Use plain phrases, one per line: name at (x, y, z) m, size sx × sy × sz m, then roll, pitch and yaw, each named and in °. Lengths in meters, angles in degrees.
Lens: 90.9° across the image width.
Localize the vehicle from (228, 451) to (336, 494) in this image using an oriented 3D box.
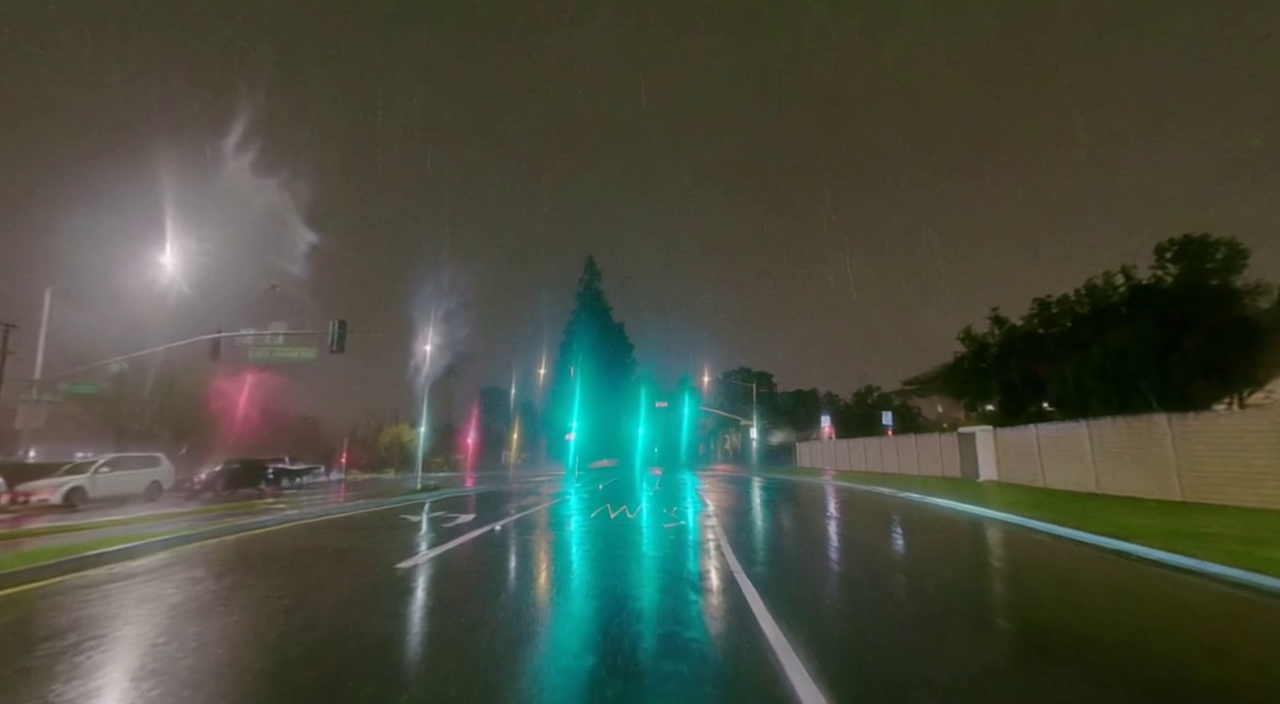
vehicle at (-17.155, 5.752, 30.547) m, size 2.050 × 1.697 × 4.838 m, roll -5°, pitch -8°, yaw 6°

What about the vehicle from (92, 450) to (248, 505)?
vehicle at (-18.034, 4.775, 24.553) m, size 2.148 × 1.856 × 4.632 m, roll -1°, pitch -8°, yaw 7°
